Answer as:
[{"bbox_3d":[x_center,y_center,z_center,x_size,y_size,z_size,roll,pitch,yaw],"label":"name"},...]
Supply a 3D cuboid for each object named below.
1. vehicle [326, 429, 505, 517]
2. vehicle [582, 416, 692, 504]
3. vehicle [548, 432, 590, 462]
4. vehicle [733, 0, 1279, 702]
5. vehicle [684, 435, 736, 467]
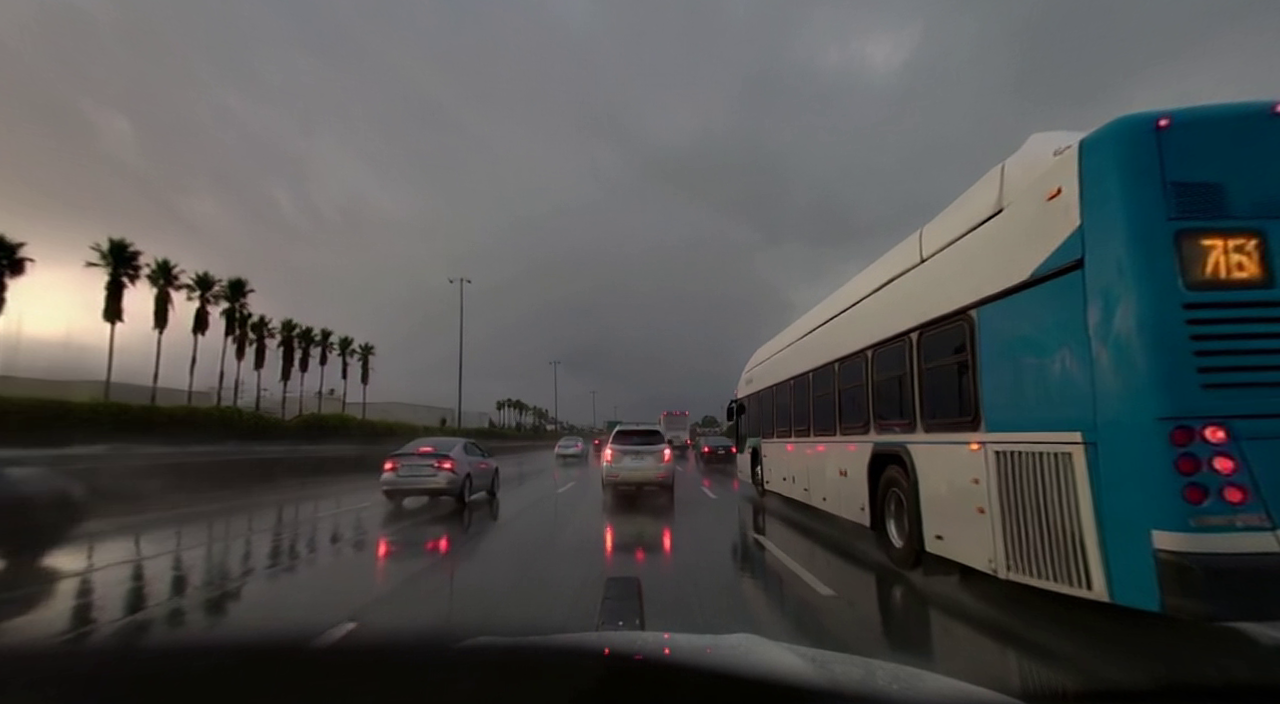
[{"bbox_3d":[-4.464,2.488,13.473,2.040,1.536,4.680,0,-9,1],"label":"vehicle"},{"bbox_3d":[-0.021,2.560,15.196,2.268,1.796,4.280,0,-9,1],"label":"vehicle"},{"bbox_3d":[-4.456,6.052,40.234,2.100,1.765,4.743,0,-9,1],"label":"vehicle"},{"bbox_3d":[3.984,0.849,10.169,3.020,3.622,14.302,0,-9,1],"label":"vehicle"},{"bbox_3d":[3.491,5.089,32.381,2.039,1.516,4.521,0,-9,-2],"label":"vehicle"}]
